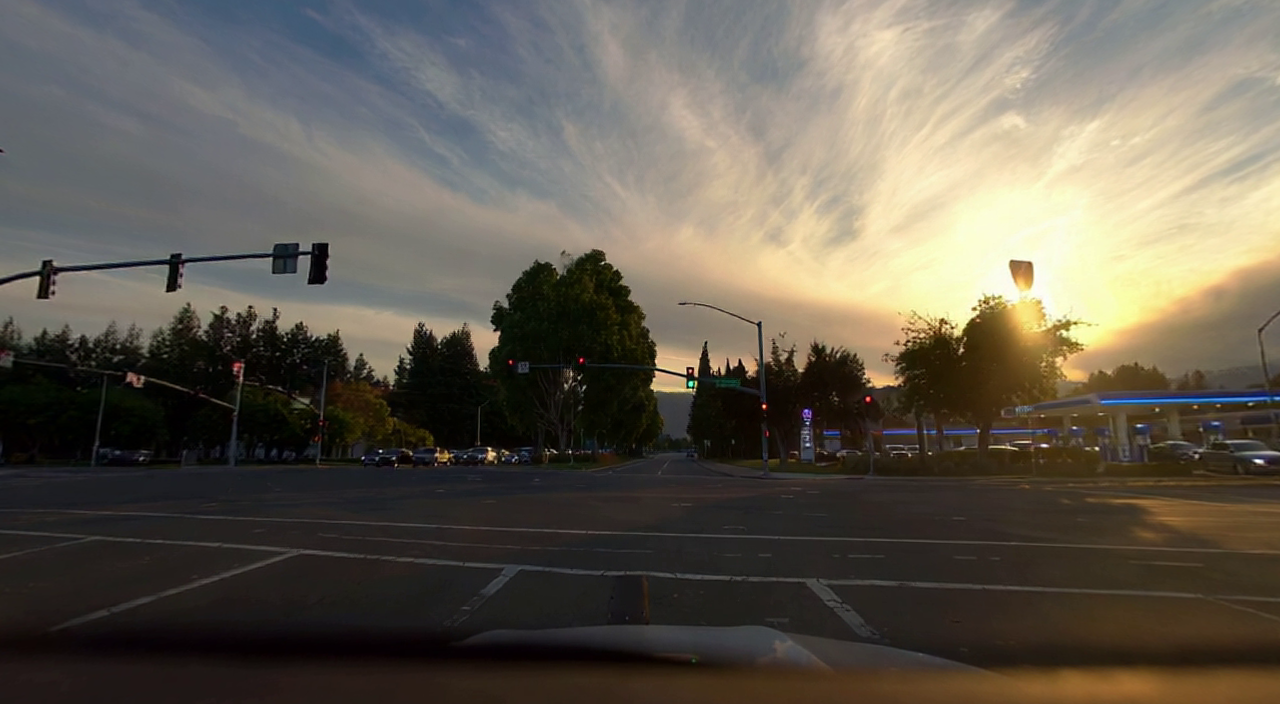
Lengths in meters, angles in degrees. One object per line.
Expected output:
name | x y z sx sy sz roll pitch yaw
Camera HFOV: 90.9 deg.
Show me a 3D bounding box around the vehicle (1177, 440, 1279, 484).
vehicle | 22.090 3.781 21.838 4.716 1.455 2.060 -3 -9 17
